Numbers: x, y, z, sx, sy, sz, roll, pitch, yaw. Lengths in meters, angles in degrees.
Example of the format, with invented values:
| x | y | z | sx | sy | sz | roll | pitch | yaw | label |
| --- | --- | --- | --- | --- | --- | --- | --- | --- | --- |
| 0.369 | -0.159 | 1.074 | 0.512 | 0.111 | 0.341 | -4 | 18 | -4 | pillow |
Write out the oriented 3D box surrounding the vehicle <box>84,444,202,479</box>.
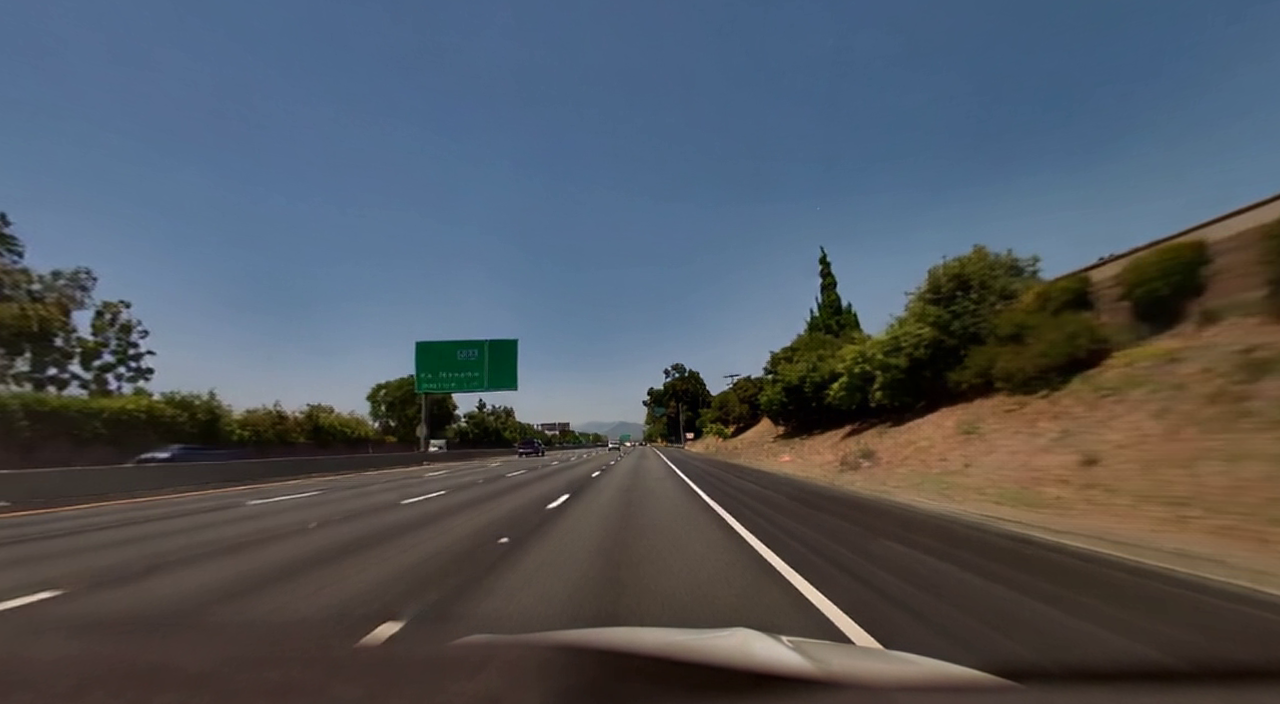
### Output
| x | y | z | sx | sy | sz | roll | pitch | yaw | label |
| --- | --- | --- | --- | --- | --- | --- | --- | --- | --- |
| -24.904 | 5.475 | 31.913 | 1.981 | 1.602 | 4.849 | 0 | -8 | 0 | vehicle |
